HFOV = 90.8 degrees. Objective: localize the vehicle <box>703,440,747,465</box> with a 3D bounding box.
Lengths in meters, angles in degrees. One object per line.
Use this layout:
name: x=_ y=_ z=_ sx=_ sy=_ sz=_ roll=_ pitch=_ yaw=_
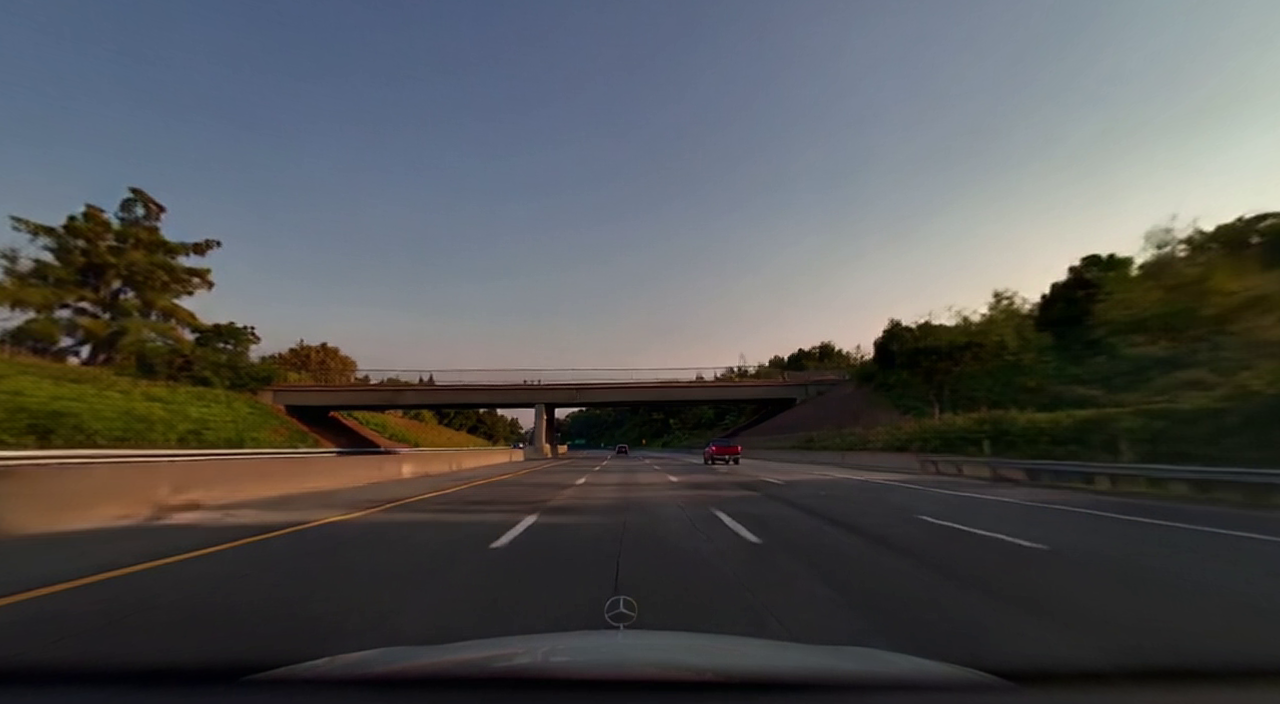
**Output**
vehicle: x=6.563 y=7.830 z=49.525 sx=2.395 sy=1.819 sz=6.086 roll=0 pitch=-9 yaw=-2
